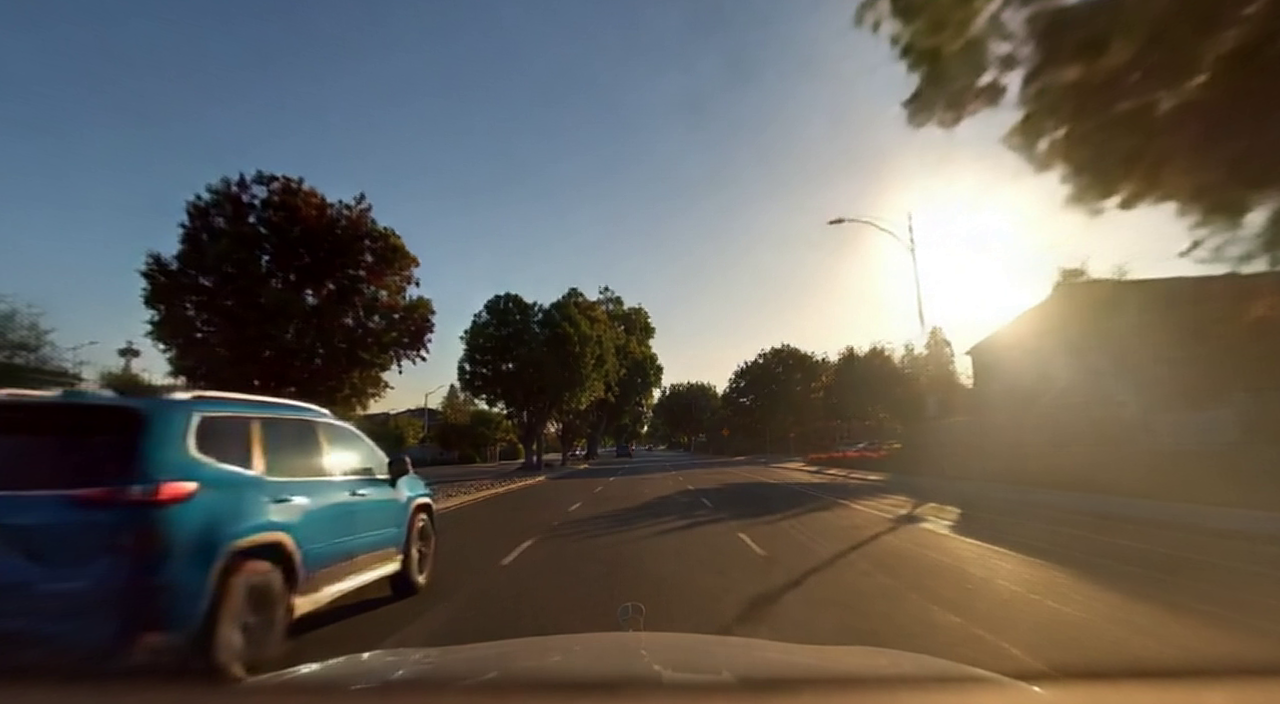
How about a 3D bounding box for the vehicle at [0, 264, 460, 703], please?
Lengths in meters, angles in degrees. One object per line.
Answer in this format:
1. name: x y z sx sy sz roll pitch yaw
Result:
1. vehicle: -3.038 0.997 4.222 2.179 1.851 4.756 0 -9 1
